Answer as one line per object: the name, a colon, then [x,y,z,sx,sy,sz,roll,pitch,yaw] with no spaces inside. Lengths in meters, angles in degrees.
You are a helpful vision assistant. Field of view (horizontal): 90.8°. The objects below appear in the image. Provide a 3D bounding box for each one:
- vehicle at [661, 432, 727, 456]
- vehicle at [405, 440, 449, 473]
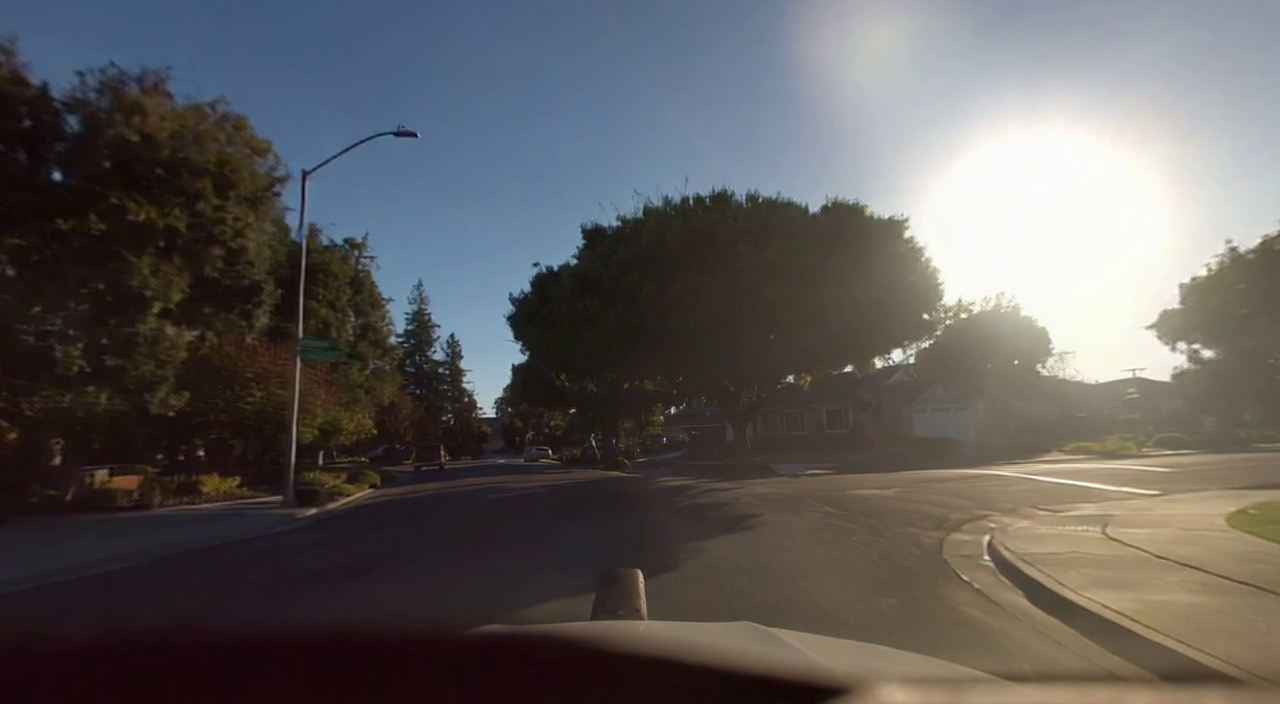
vehicle: [3.773,6.503,44.479,4.241,1.597,1.833,2,-9,-15]
vehicle: [-12.815,6.327,38.326,2.152,1.826,4.725,2,-9,-15]
